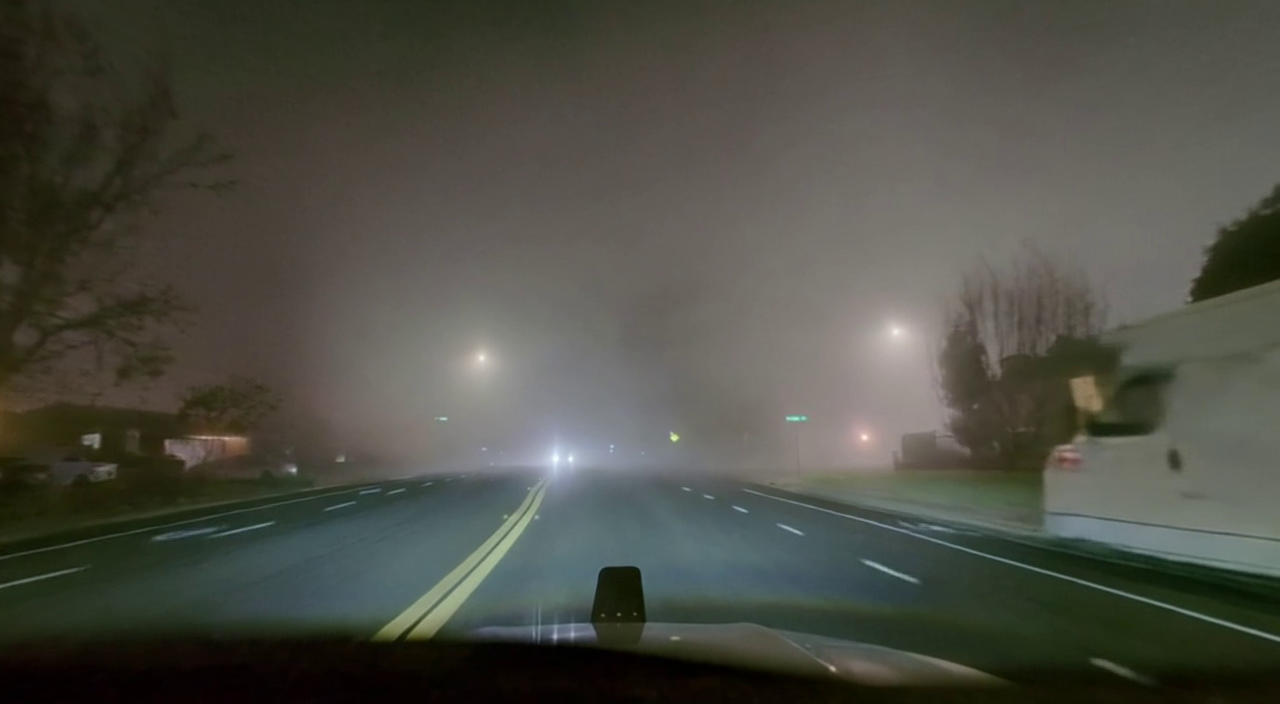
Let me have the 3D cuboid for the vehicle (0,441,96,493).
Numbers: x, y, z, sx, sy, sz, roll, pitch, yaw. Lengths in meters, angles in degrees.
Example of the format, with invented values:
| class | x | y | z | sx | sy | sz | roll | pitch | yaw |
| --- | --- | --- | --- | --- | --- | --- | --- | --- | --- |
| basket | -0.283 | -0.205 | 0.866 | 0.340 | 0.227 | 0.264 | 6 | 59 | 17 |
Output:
| class | x | y | z | sx | sy | sz | roll | pitch | yaw |
| --- | --- | --- | --- | --- | --- | --- | --- | --- | --- |
| vehicle | -24.297 | 4.355 | 24.027 | 4.975 | 1.847 | 2.096 | 0 | -8 | -10 |

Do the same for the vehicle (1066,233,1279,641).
| class | x | y | z | sx | sy | sz | roll | pitch | yaw |
| --- | --- | --- | --- | --- | --- | --- | --- | --- | --- |
| vehicle | 7.107 | 0.313 | 2.588 | 4.991 | 2.862 | 7.939 | 0 | -9 | -2 |

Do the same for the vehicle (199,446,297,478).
| class | x | y | z | sx | sy | sz | roll | pitch | yaw |
| --- | --- | --- | --- | --- | --- | --- | --- | --- | --- |
| vehicle | -22.283 | 6.261 | 36.044 | 4.050 | 1.755 | 2.243 | 1 | -8 | -3 |
